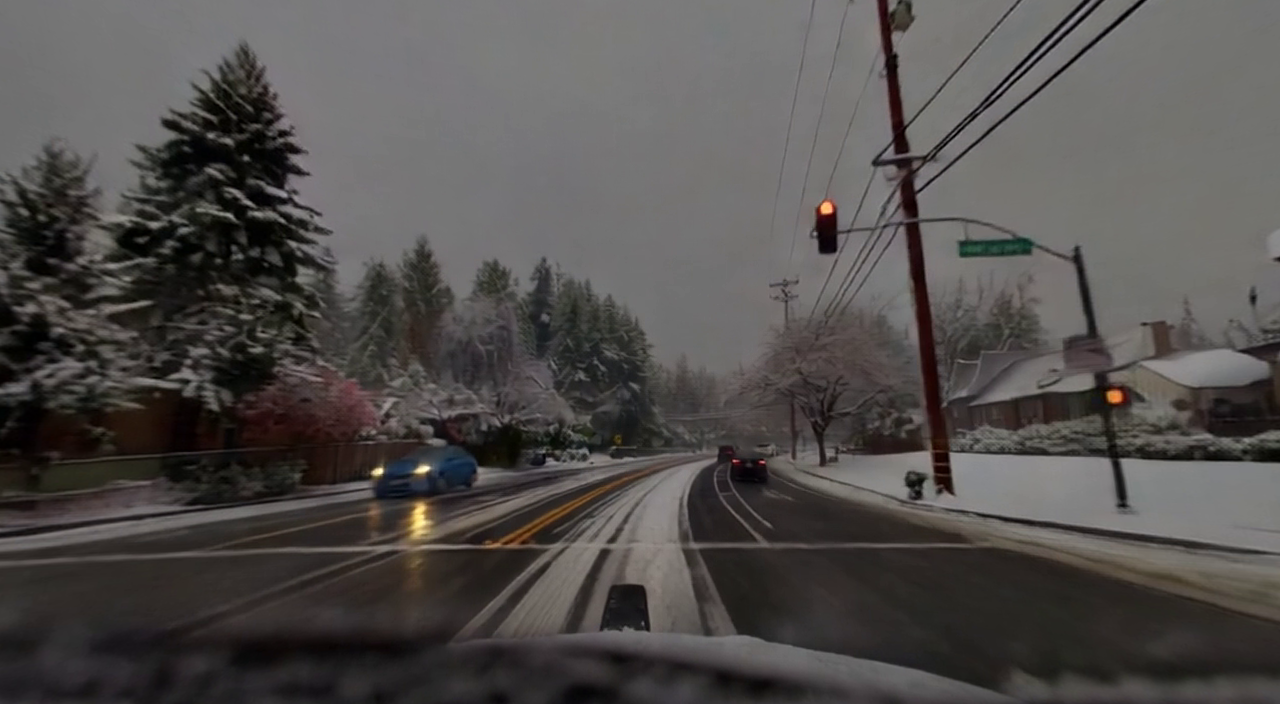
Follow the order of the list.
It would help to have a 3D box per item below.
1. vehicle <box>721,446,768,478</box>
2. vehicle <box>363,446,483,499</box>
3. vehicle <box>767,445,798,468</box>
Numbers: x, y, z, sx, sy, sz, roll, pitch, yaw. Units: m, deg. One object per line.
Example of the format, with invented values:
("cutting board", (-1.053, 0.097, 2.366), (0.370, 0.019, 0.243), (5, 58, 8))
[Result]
("vehicle", (5.360, 5.667, 32.764), (1.951, 1.479, 4.487), (-1, -8, 4))
("vehicle", (-6.642, 3.719, 19.906), (1.985, 1.463, 4.294), (-1, -8, 5))
("vehicle", (10.980, 8.055, 48.715), (2.027, 1.674, 4.256), (-1, -8, 9))
